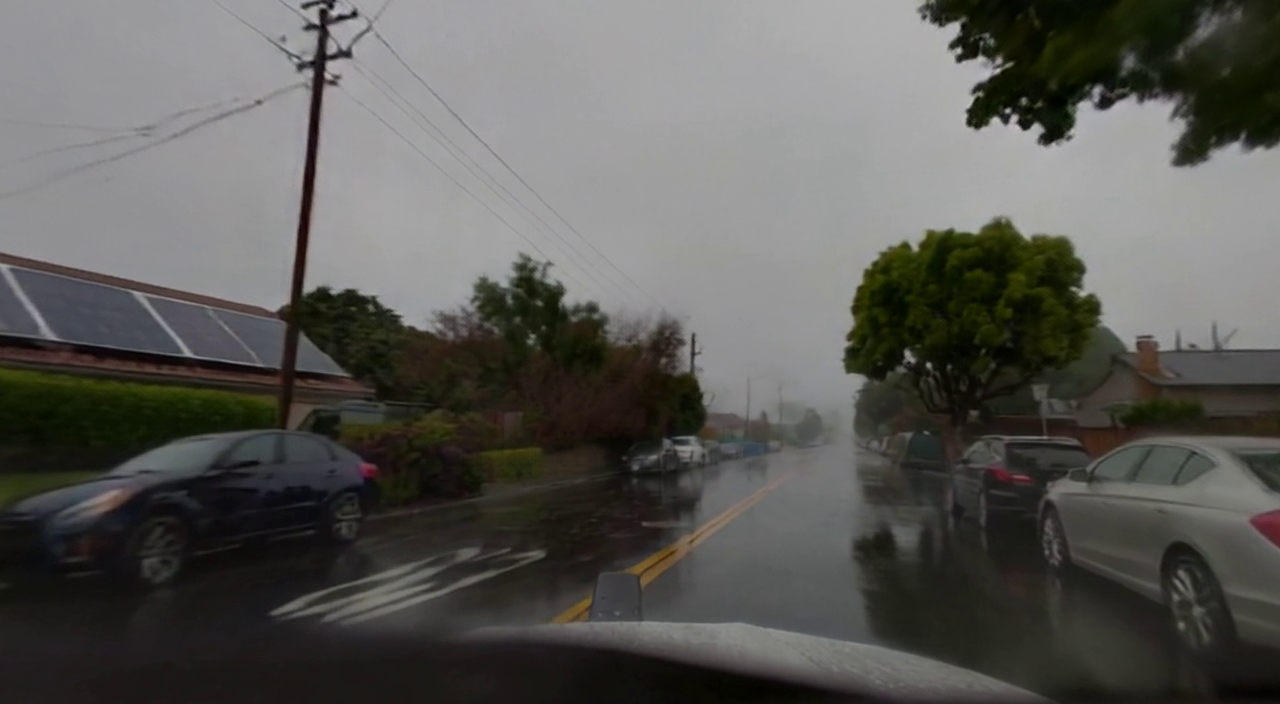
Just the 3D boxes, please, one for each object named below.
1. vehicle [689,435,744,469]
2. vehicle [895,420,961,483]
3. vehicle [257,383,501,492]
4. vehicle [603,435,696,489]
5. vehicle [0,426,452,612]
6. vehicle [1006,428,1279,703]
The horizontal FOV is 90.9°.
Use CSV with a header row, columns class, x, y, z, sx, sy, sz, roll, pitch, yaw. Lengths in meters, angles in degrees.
class,x,y,z,sx,sy,sz,roll,pitch,yaw
vehicle,4.032,5.231,32.703,1.818,1.563,4.483,-6,-11,18
vehicle,12.718,4.369,28.114,2.215,2.542,4.550,-2,-8,20
vehicle,-6.408,2.115,15.675,5.210,2.370,2.336,-2,-8,17
vehicle,0.471,3.786,22.215,1.901,1.472,4.676,-7,-8,17
vehicle,-4.438,1.670,7.533,1.848,1.406,4.601,-5,-7,18
vehicle,4.555,1.354,4.884,1.969,1.478,4.632,-3,-8,18
